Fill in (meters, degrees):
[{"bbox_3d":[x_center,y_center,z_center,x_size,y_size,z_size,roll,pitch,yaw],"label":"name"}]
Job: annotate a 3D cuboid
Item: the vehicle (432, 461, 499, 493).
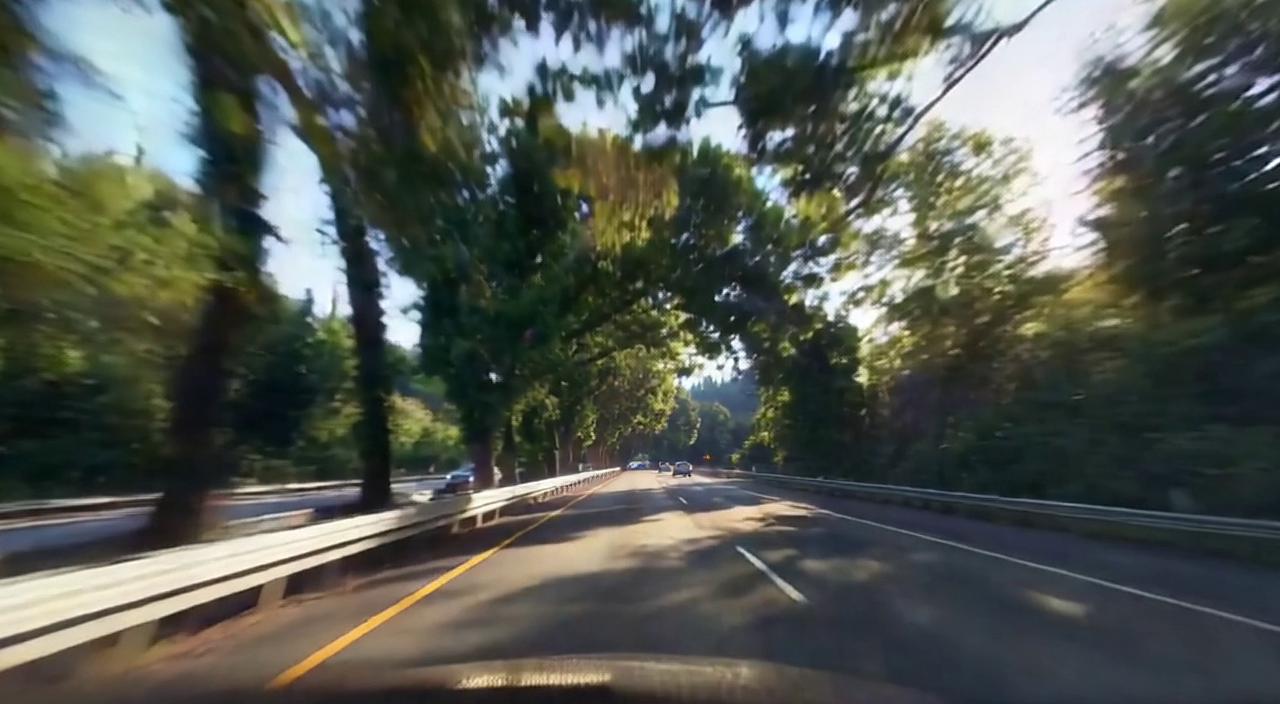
[{"bbox_3d":[-8.512,6.141,31.158,1.980,1.438,4.437,1,-10,0],"label":"vehicle"}]
